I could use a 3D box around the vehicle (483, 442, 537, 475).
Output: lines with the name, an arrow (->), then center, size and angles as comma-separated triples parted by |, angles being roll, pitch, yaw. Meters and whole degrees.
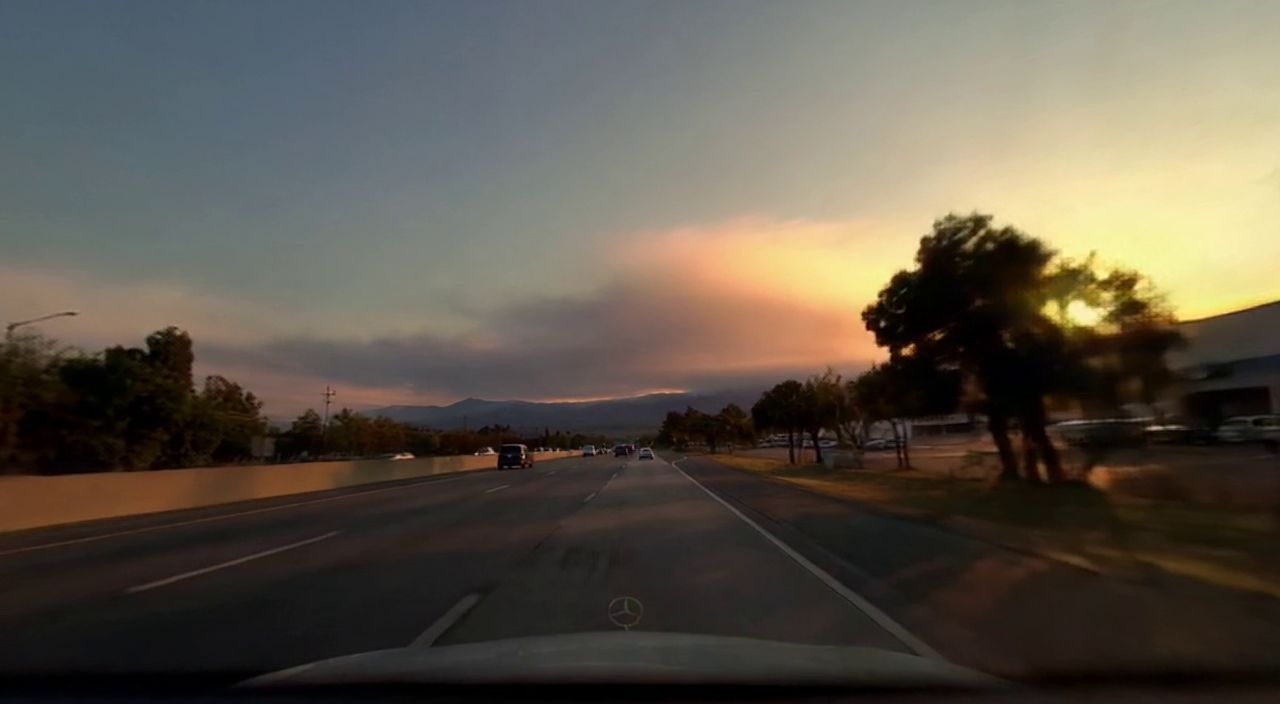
vehicle -> -7.251, 5.963, 35.612 | 2.021, 1.699, 4.324 | 0, -8, 1
